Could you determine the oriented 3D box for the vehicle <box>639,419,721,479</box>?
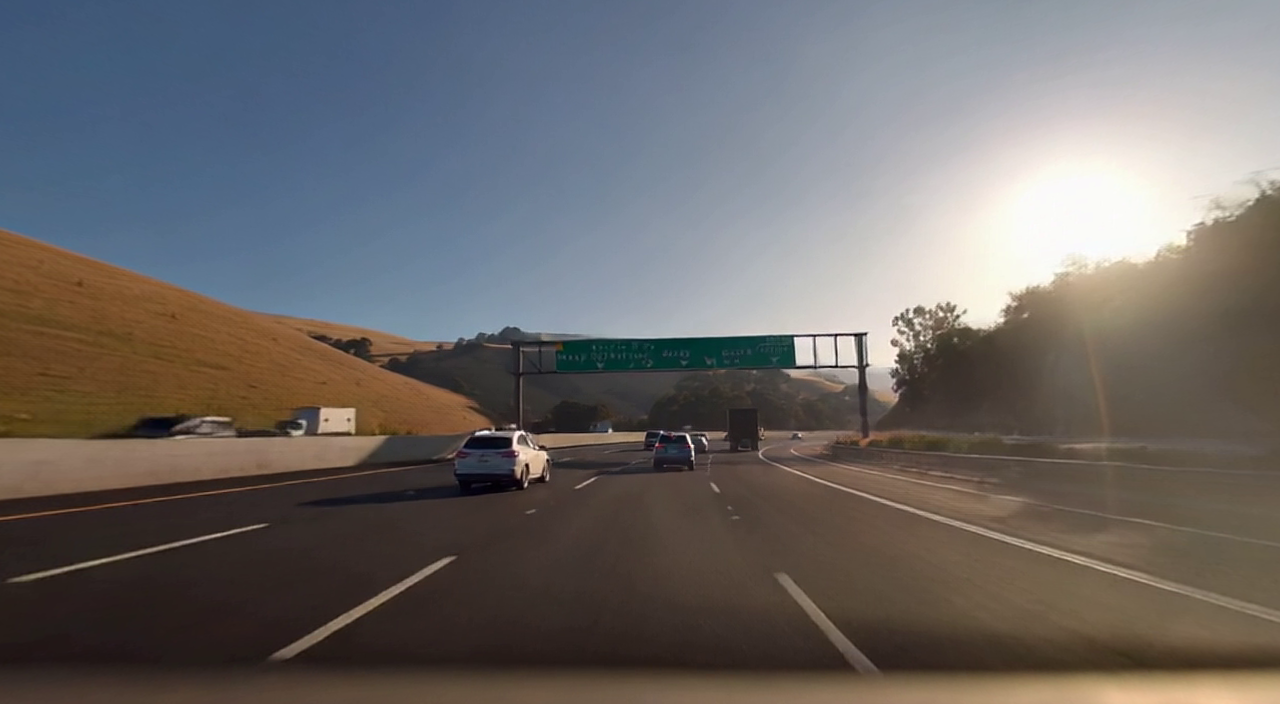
[{"bbox_3d":[1.378,3.301,21.577,2.484,1.820,4.497,-1,-8,4],"label":"vehicle"}]

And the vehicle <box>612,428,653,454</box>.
[{"bbox_3d":[-0.464,6.300,44.501,2.194,1.702,4.305,-2,-8,8],"label":"vehicle"}]

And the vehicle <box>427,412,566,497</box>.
[{"bbox_3d":[-3.228,2.433,15.231,2.077,1.712,4.406,-1,-8,4],"label":"vehicle"}]

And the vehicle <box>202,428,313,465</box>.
[{"bbox_3d":[-16.003,3.980,26.666,1.838,1.420,4.243,-1,-8,3],"label":"vehicle"}]

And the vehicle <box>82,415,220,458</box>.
[{"bbox_3d":[-20.179,3.545,26.338,1.900,1.613,4.537,-1,-8,4],"label":"vehicle"}]
